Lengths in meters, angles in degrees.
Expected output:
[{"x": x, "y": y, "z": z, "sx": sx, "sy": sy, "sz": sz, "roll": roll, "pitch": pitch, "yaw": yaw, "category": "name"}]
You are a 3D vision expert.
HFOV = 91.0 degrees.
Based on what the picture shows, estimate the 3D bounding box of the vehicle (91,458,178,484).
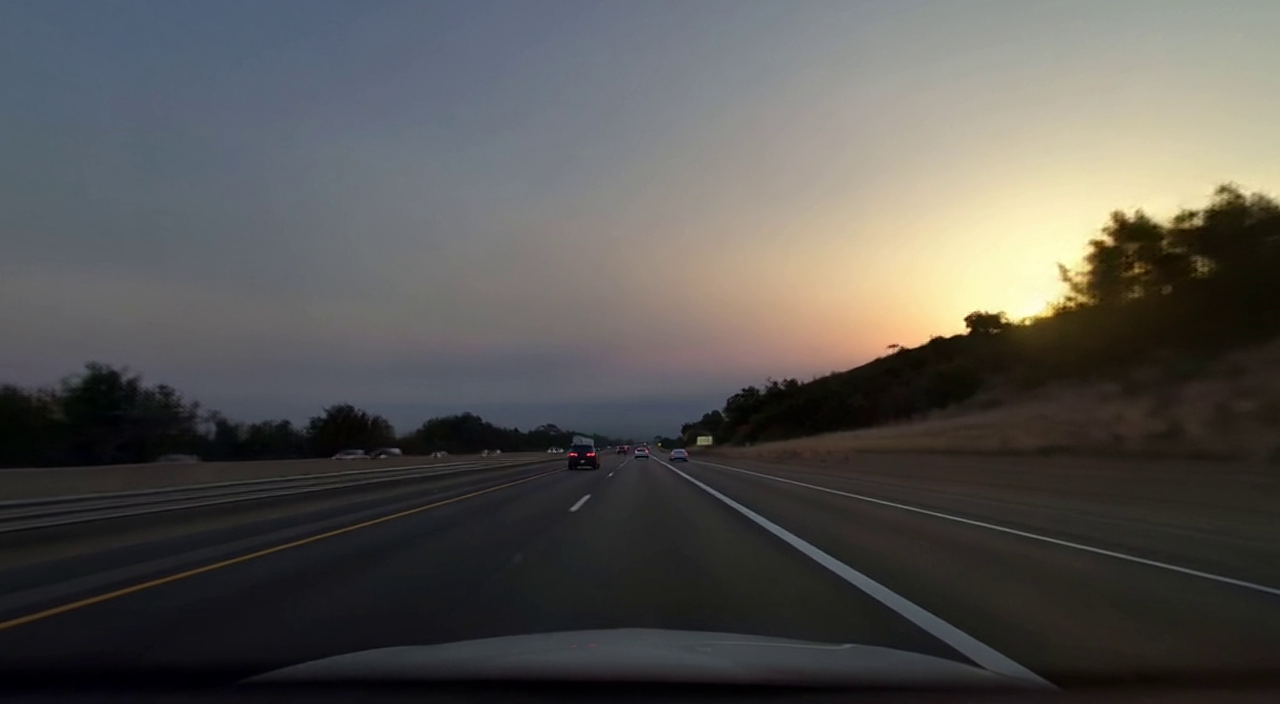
[{"x": -32.688, "y": 7.678, "z": 40.875, "sx": 1.849, "sy": 1.530, "sz": 4.531, "roll": 0, "pitch": -9, "yaw": 0, "category": "vehicle"}]

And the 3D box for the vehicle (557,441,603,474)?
[{"x": -3.225, "y": 5.767, "z": 34.641, "sx": 2.070, "sy": 1.707, "sz": 4.309, "roll": 0, "pitch": -9, "yaw": 1, "category": "vehicle"}]
